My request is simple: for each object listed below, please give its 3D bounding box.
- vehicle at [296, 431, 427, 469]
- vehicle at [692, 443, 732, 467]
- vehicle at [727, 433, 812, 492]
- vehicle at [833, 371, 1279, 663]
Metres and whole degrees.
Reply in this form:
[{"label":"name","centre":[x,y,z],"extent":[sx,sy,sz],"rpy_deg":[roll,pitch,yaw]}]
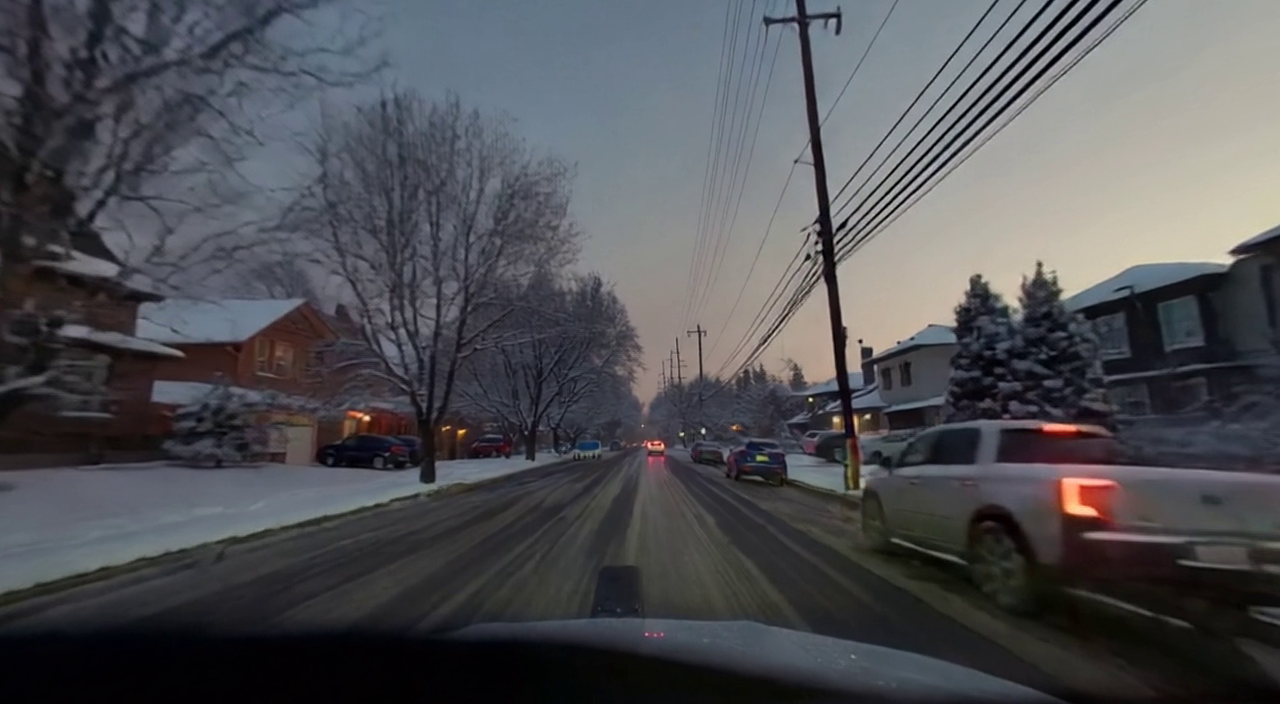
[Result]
[{"label":"vehicle","centre":[-12.259,4.346,28.069],"extent":[4.792,1.521,2.077],"rpy_deg":[1,-8,1]},{"label":"vehicle","centre":[4.581,6.632,40.775],"extent":[2.031,1.471,4.328],"rpy_deg":[0,-8,-1]},{"label":"vehicle","centre":[4.267,3.720,21.656],"extent":[2.066,1.753,4.877],"rpy_deg":[-1,-8,2]},{"label":"vehicle","centre":[3.894,1.400,6.522],"extent":[2.280,1.820,5.001],"rpy_deg":[0,-8,1]}]
